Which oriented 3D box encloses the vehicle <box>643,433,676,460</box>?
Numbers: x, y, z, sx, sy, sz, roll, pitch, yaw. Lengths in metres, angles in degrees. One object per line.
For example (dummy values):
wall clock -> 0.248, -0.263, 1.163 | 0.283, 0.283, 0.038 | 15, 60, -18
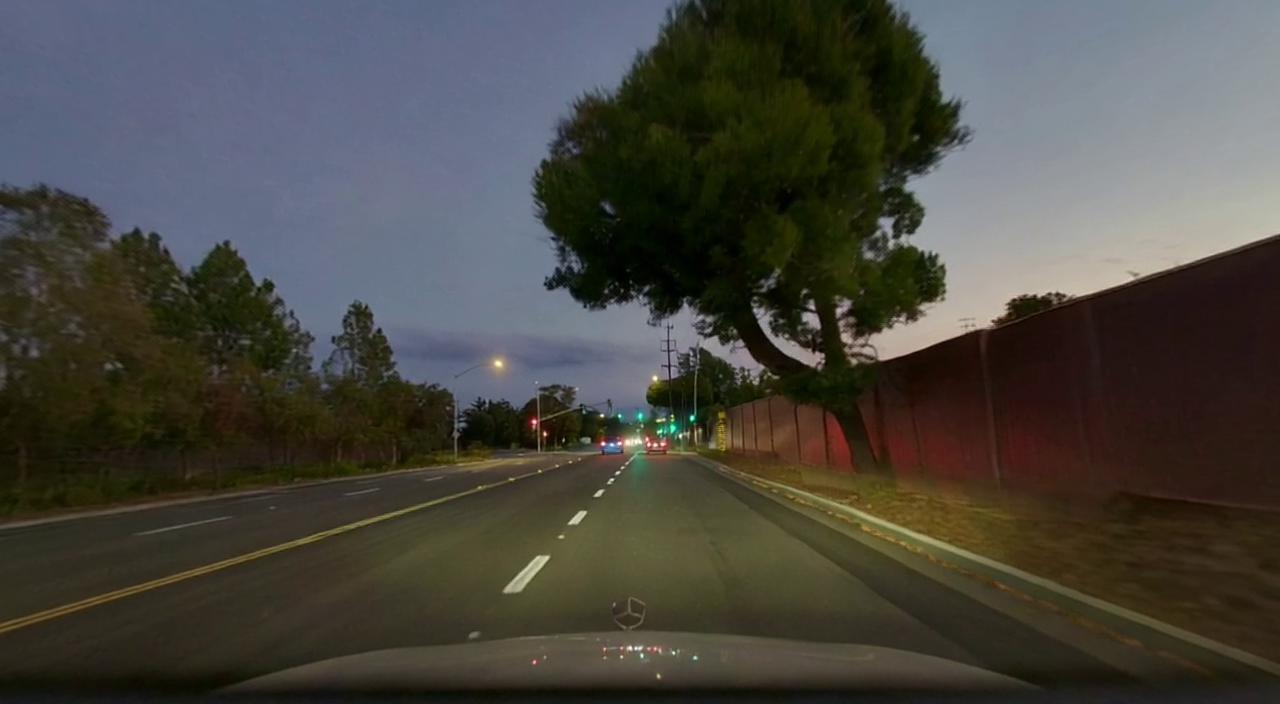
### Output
vehicle -> 1.272, 6.341, 42.391 | 2.127, 1.665, 3.993 | 0, -8, 1
